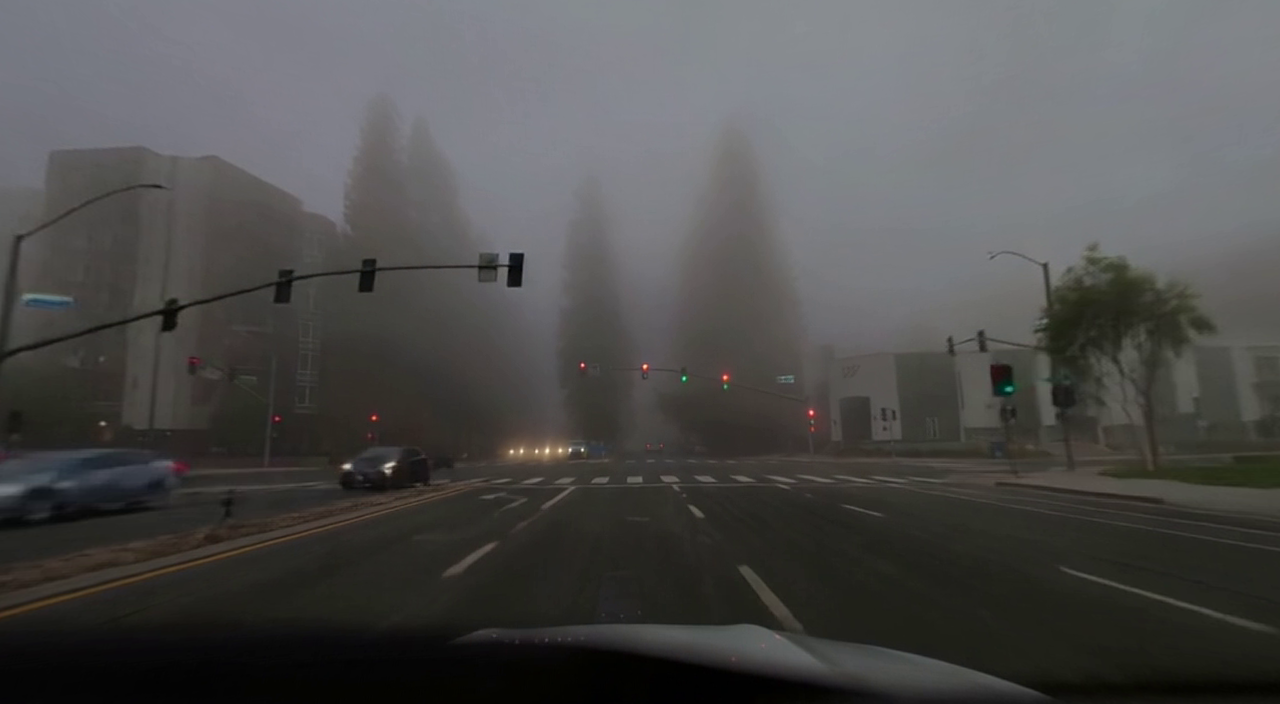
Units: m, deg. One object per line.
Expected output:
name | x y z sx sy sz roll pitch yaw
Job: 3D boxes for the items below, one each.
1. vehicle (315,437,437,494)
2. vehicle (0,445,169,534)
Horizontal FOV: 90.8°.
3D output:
vehicle | -8.767 3.787 21.502 2.140 1.685 4.571 0 -8 0
vehicle | -11.869 2.568 12.278 1.952 1.478 4.521 0 -8 0
